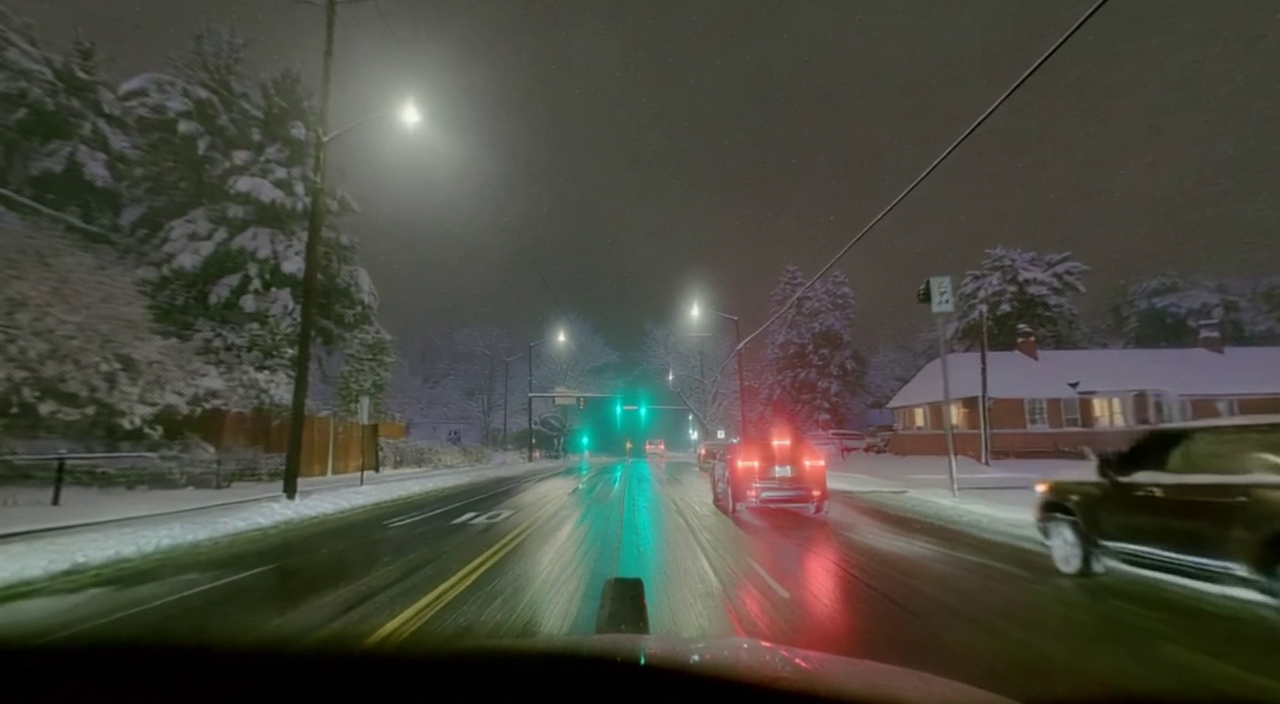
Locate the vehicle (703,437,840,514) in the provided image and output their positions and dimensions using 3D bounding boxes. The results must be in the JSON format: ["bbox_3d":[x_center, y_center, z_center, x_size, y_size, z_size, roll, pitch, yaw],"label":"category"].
[{"bbox_3d":[2.790,2.735,14.542,2.158,1.483,4.415,0,-8,0],"label":"vehicle"}]

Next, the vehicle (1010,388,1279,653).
[{"bbox_3d":[5.645,1.369,5.262,2.277,1.850,4.717,4,-8,-1],"label":"vehicle"}]

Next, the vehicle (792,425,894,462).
[{"bbox_3d":[13.610,6.161,42.545,5.929,1.970,2.381,-5,-8,-2],"label":"vehicle"}]

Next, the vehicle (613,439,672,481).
[{"bbox_3d":[0.082,4.226,24.959,2.101,1.467,4.210,0,-8,0],"label":"vehicle"}]

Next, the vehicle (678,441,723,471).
[{"bbox_3d":[3.140,5.487,33.520,1.943,1.484,4.030,0,-8,-1],"label":"vehicle"}]

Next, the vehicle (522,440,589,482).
[{"bbox_3d":[-3.280,4.317,25.288,2.012,1.505,4.205,0,-8,1],"label":"vehicle"}]
